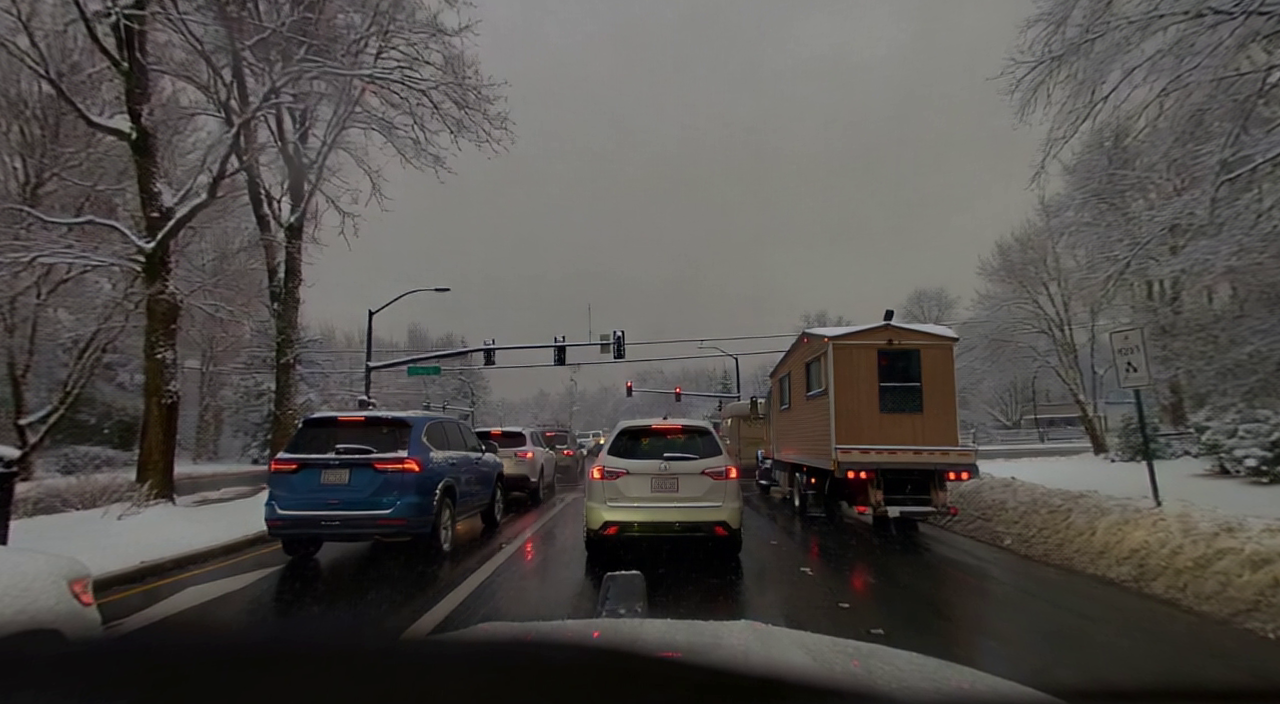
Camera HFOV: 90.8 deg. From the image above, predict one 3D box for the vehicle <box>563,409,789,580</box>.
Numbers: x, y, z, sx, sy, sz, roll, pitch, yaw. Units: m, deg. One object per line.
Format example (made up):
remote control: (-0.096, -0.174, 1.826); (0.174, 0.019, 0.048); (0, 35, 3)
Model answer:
vehicle: (0.357, 1.704, 8.314); (2.189, 1.649, 4.171); (0, -9, 0)

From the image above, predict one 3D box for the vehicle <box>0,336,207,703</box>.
vehicle: (-3.432, 0.670, 1.474); (1.952, 1.730, 4.116); (0, -9, -1)

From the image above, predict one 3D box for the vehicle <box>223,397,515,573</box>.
vehicle: (-3.265, 1.712, 8.841); (2.085, 1.812, 4.388); (0, -9, 0)

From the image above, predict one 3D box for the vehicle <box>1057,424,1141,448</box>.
vehicle: (33.191, 6.130, 45.860); (4.671, 1.595, 1.824); (-5, -10, 31)

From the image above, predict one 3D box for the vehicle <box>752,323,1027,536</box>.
vehicle: (3.690, 1.393, 10.989); (2.531, 2.750, 5.595); (0, -9, 1)
